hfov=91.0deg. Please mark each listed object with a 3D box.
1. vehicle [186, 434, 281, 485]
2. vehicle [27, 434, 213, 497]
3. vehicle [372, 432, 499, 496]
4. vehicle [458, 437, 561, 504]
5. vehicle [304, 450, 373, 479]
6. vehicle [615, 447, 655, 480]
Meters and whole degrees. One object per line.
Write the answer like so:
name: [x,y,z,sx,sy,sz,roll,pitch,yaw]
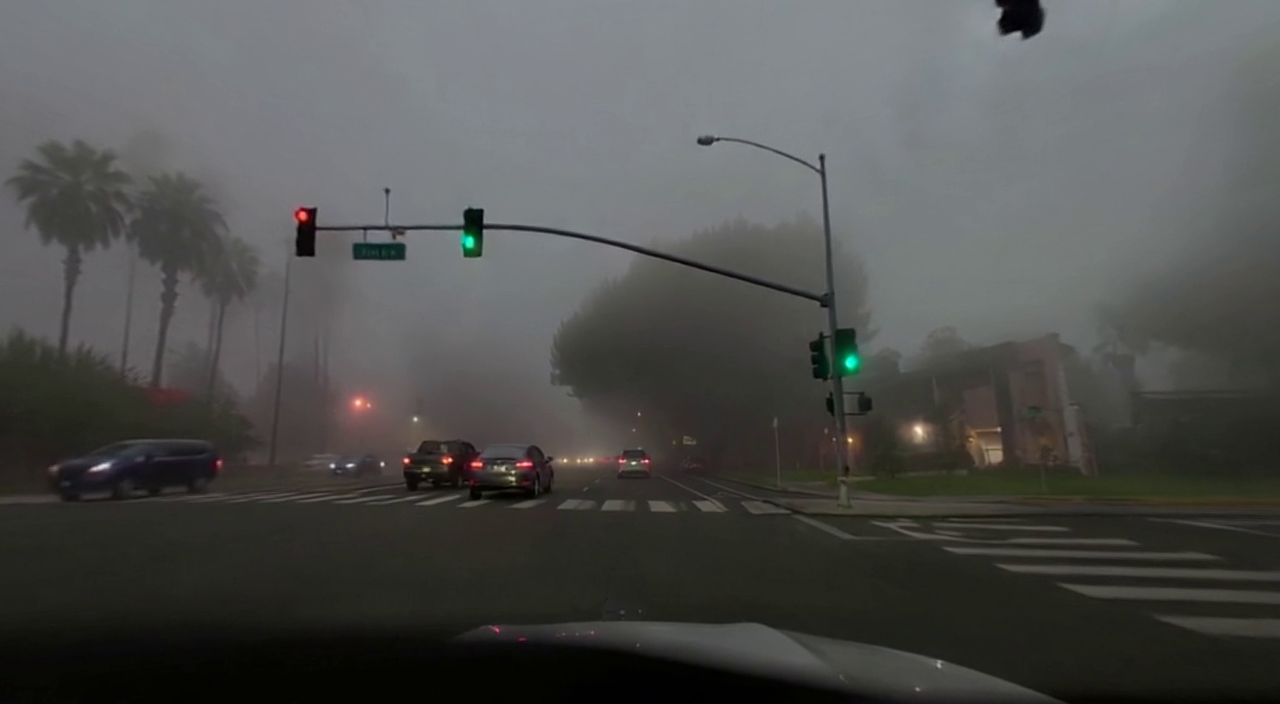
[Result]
vehicle: [-26.109,6.930,40.752,2.512,2.978,5.172,1,-9,0]
vehicle: [-17.779,3.906,22.007,2.021,1.917,5.144,0,-9,0]
vehicle: [-7.249,4.106,23.353,2.457,2.010,6.330,0,-9,1]
vehicle: [-3.856,3.626,19.571,2.116,1.806,4.516,0,-9,1]
vehicle: [-18.449,6.882,38.774,2.064,1.670,4.242,0,-9,0]
vehicle: [-0.324,6.690,38.007,2.280,1.803,4.240,0,-9,-1]
